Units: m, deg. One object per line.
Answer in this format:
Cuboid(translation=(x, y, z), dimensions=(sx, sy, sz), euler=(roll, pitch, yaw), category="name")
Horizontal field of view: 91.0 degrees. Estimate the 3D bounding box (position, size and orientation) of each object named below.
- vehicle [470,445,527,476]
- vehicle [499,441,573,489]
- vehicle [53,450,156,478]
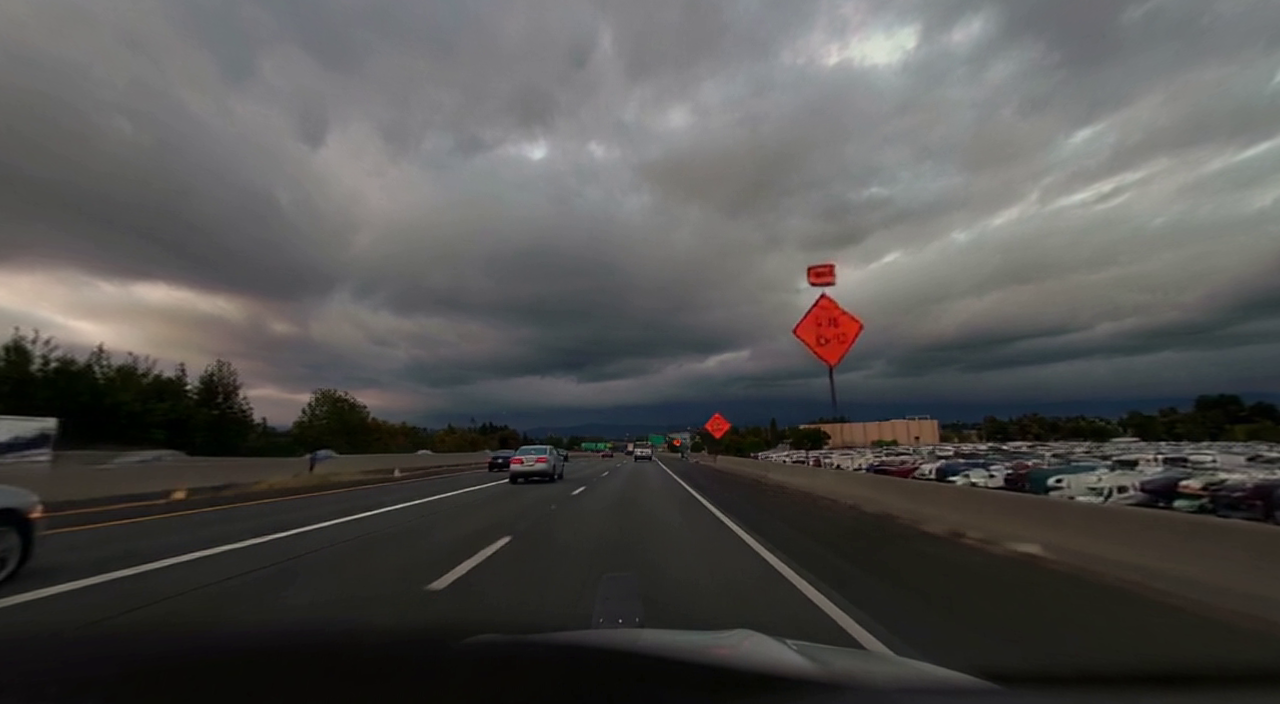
Cuboid(translation=(-7.537, 5.808, 33.902), dimensions=(1.991, 1.538, 4.360), euler=(0, -9, 1), category="vehicle")
Cuboid(translation=(-3.944, 4.354, 24.598), dimensions=(2.070, 1.665, 4.213), euler=(0, -9, 1), category="vehicle")
Cuboid(translation=(-32.574, 6.814, 38.529), dimensions=(1.850, 1.534, 4.913), euler=(0, -9, 2), category="vehicle")
